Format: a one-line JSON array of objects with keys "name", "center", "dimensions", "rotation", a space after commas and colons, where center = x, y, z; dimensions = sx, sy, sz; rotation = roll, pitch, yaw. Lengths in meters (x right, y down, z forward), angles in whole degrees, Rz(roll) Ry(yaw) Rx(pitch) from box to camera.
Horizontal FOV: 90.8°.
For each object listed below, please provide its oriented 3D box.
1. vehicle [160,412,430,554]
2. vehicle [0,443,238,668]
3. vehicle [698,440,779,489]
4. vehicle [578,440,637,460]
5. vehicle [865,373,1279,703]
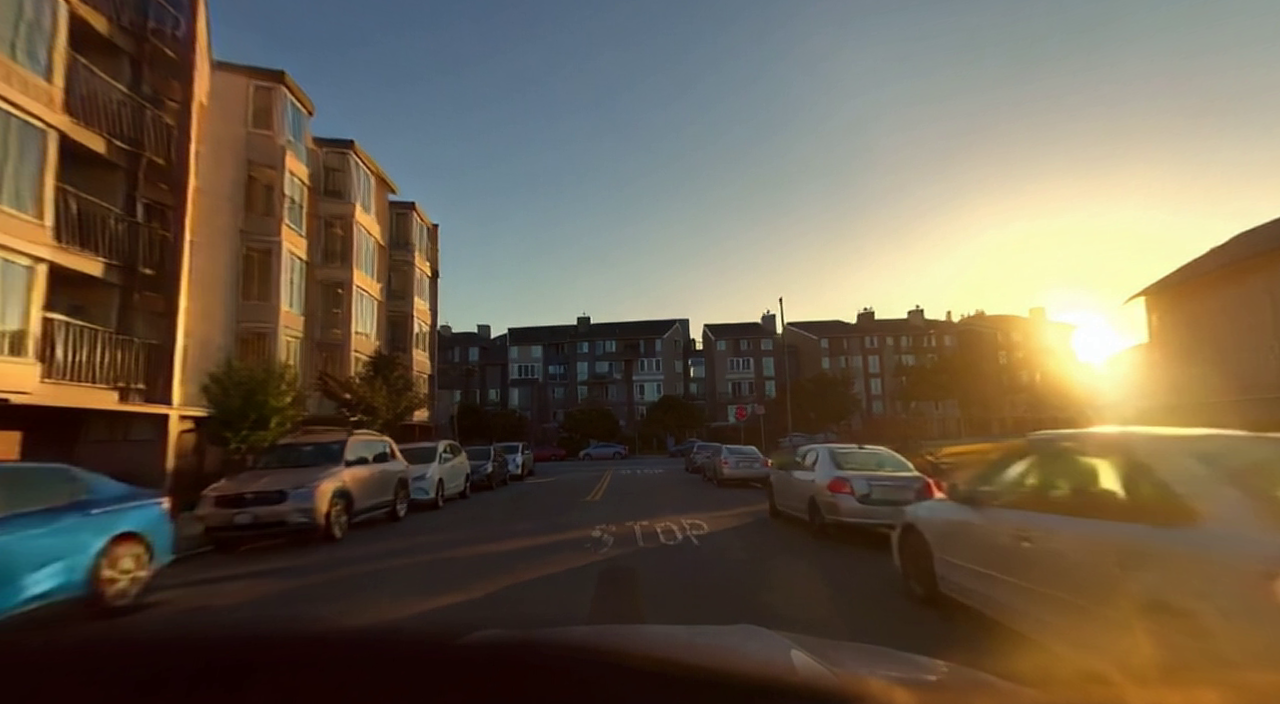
[{"name": "vehicle", "center": [-5.551, 2.143, 11.100], "dimensions": [2.216, 1.953, 4.553], "rotation": [0, -8, -1]}, {"name": "vehicle", "center": [-5.372, 1.379, 4.316], "dimensions": [2.119, 1.500, 4.953], "rotation": [0, -8, -2]}, {"name": "vehicle", "center": [3.241, 3.800, 21.659], "dimensions": [1.919, 1.490, 4.339], "rotation": [0, -8, -2]}, {"name": "vehicle", "center": [-2.510, 7.526, 48.700], "dimensions": [4.489, 1.470, 1.776], "rotation": [1, -8, -3]}, {"name": "vehicle", "center": [3.219, 1.125, 3.866], "dimensions": [2.099, 1.585, 4.208], "rotation": [0, -8, 0]}]
